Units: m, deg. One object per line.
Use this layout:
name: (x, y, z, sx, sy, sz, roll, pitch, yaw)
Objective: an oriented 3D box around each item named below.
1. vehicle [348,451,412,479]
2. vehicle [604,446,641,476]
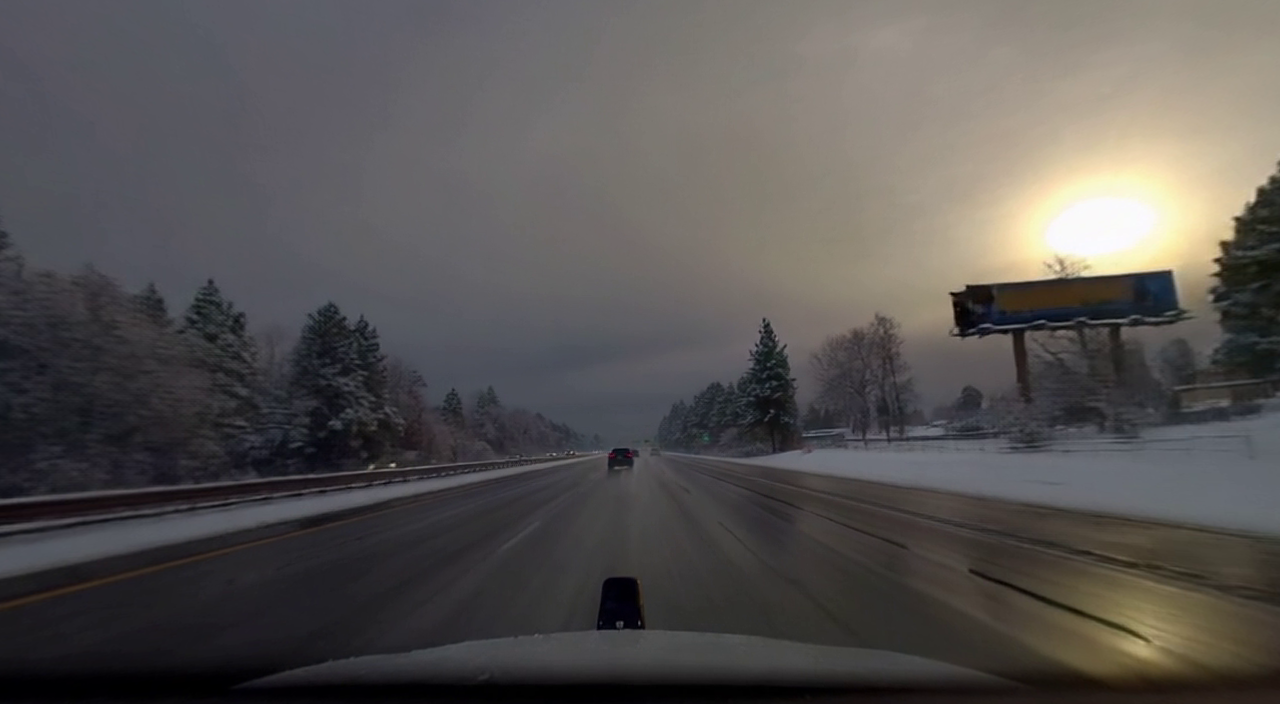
vehicle: (-15.154, 6.590, 37.014, 1.781, 1.535, 4.735, 0, -9, 0)
vehicle: (-0.936, 6.015, 34.937, 1.916, 1.494, 4.335, 0, -9, 0)
